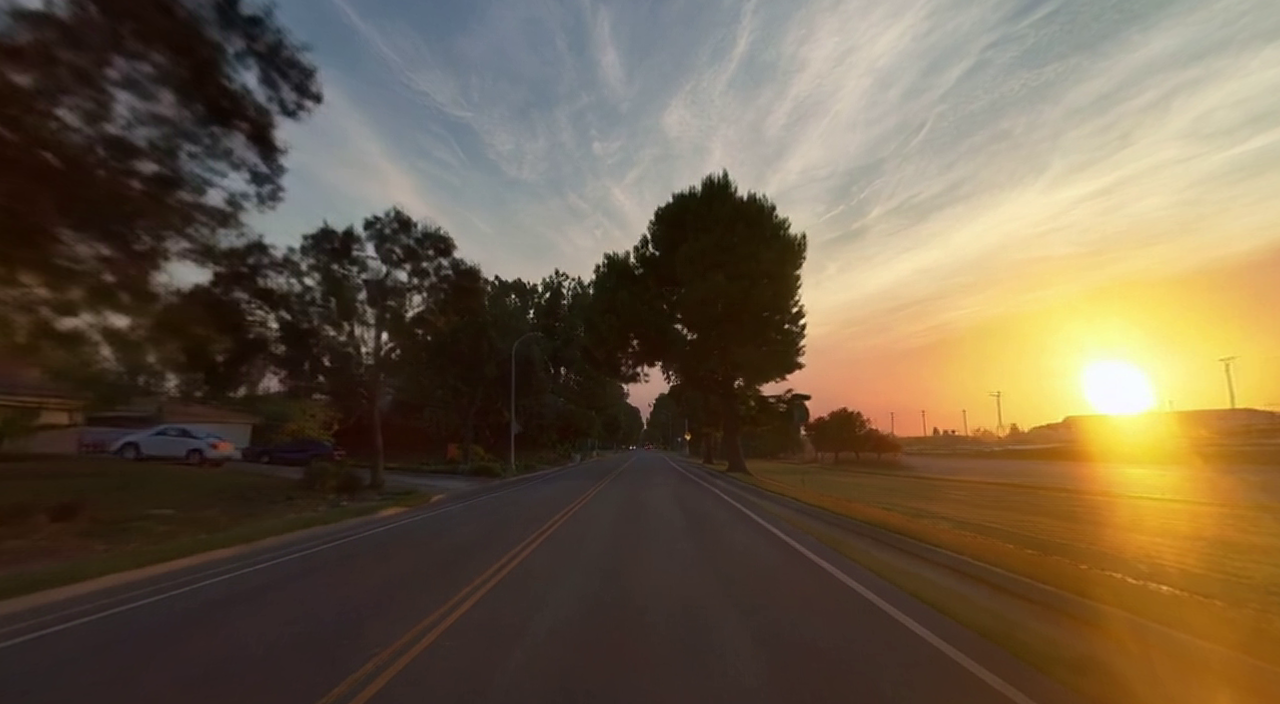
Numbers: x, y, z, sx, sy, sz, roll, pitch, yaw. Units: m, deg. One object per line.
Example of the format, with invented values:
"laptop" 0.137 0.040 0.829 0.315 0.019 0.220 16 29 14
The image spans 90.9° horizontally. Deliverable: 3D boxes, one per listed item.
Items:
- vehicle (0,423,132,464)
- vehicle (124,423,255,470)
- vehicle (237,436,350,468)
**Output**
"vehicle" -26.148 4.176 28.763 4.237 1.701 1.881 -2 -9 1
"vehicle" -20.193 4.212 28.334 4.511 1.876 2.044 0 -8 10
"vehicle" -18.850 5.442 34.534 5.008 1.619 2.102 1 -8 -15
